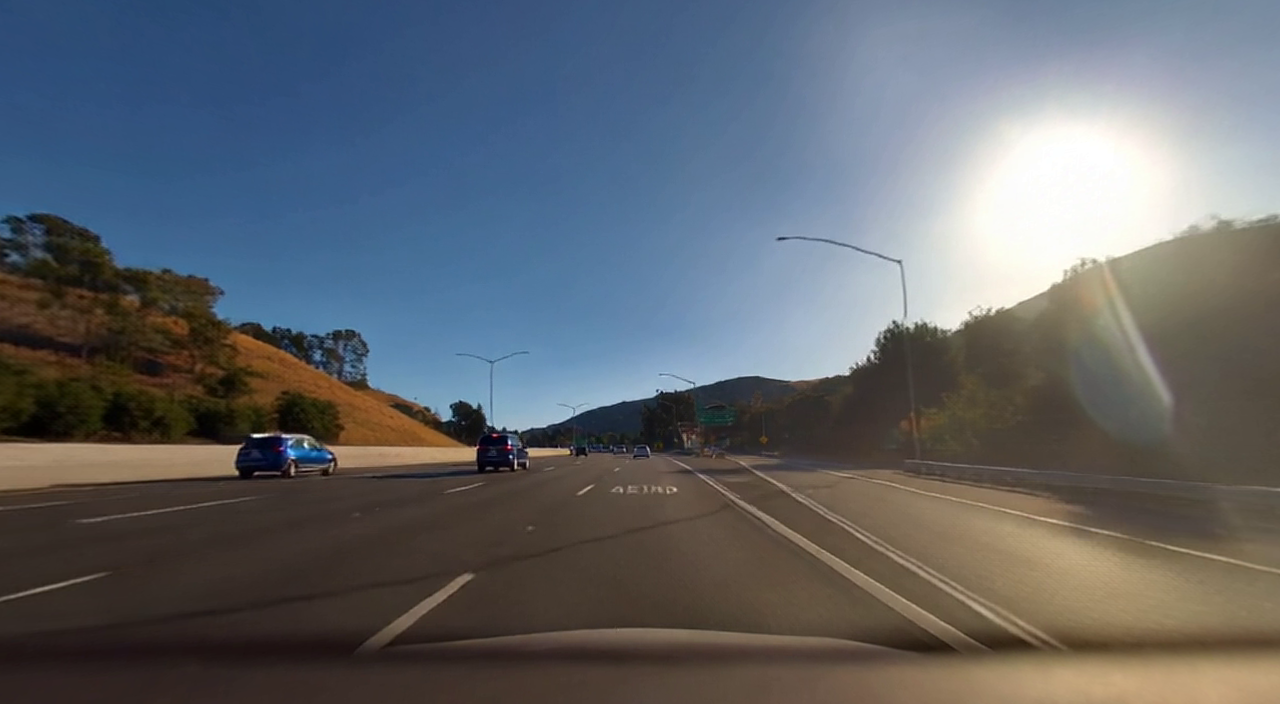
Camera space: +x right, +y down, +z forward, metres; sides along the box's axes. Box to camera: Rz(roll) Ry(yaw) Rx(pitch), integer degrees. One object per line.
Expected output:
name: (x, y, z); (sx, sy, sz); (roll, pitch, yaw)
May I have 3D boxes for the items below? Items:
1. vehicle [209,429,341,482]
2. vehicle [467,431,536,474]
vehicle: (-13.821, 3.952, 24.294); (2.079, 1.822, 4.893); (0, -9, 1)
vehicle: (-6.696, 4.925, 30.995); (2.219, 1.947, 4.924); (0, -9, 1)
